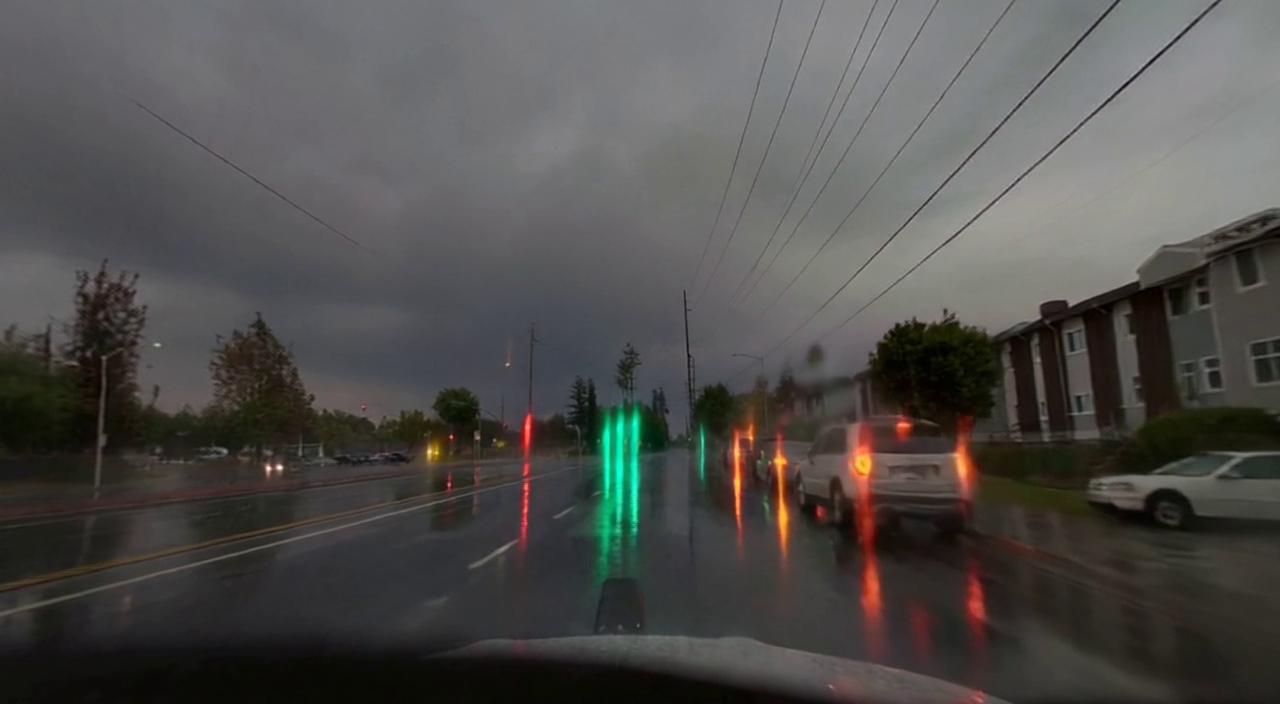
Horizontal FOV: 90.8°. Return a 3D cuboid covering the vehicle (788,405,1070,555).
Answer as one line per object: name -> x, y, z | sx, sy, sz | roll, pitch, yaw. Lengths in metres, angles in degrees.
vehicle -> 4.123, 1.932, 10.305 | 2.359, 1.817, 4.985 | 0, -8, 2

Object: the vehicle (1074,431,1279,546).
vehicle -> 10.170, 2.146, 10.220 | 2.038, 1.680, 4.660 | 7, -11, -38
